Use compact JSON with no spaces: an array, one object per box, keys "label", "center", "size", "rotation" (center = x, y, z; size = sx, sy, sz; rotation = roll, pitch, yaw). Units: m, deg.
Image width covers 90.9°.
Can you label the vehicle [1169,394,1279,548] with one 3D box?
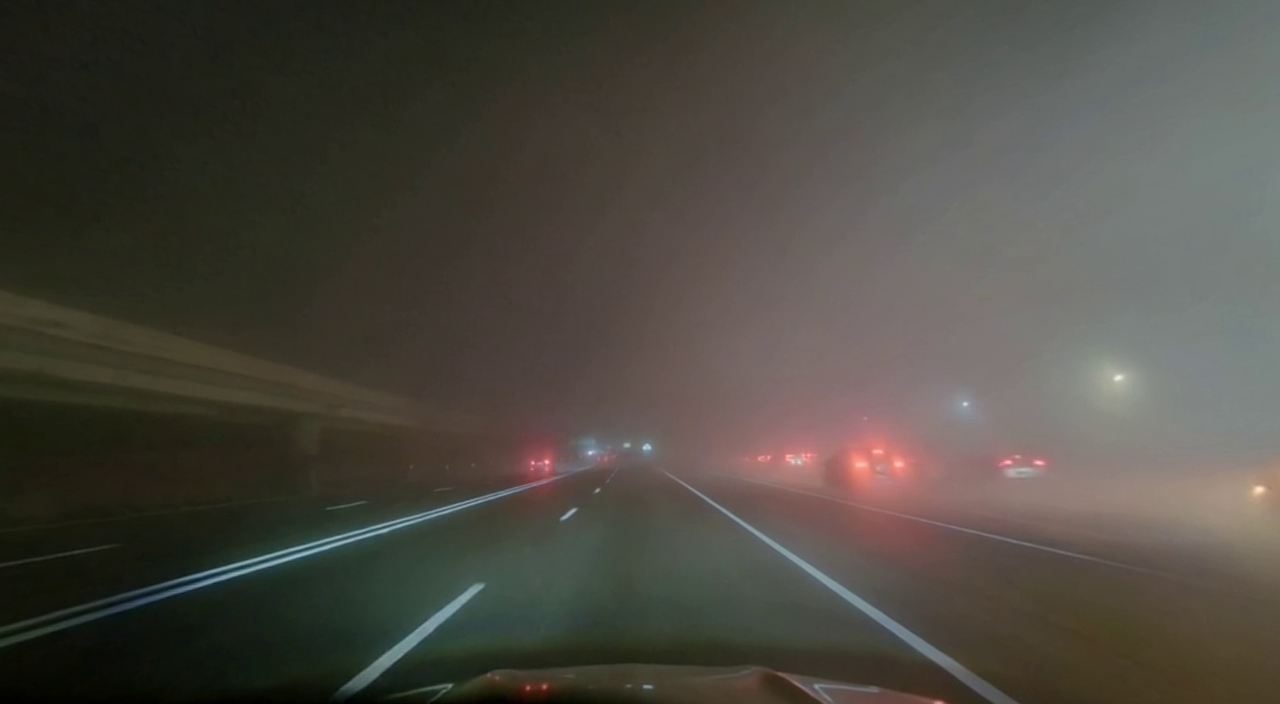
[{"label":"vehicle","center":[15.889,2.423,12.524],"size":[2.635,3.459,9.104],"rotation":[0,-9,-1]}]

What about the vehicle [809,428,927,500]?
[{"label":"vehicle","center":[12.787,6.412,36.799],"size":[2.941,3.578,10.624],"rotation":[0,-9,0]}]

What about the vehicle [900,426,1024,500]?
[{"label":"vehicle","center":[18.374,6.375,36.875],"size":[2.698,3.744,8.974],"rotation":[0,-9,2]}]
